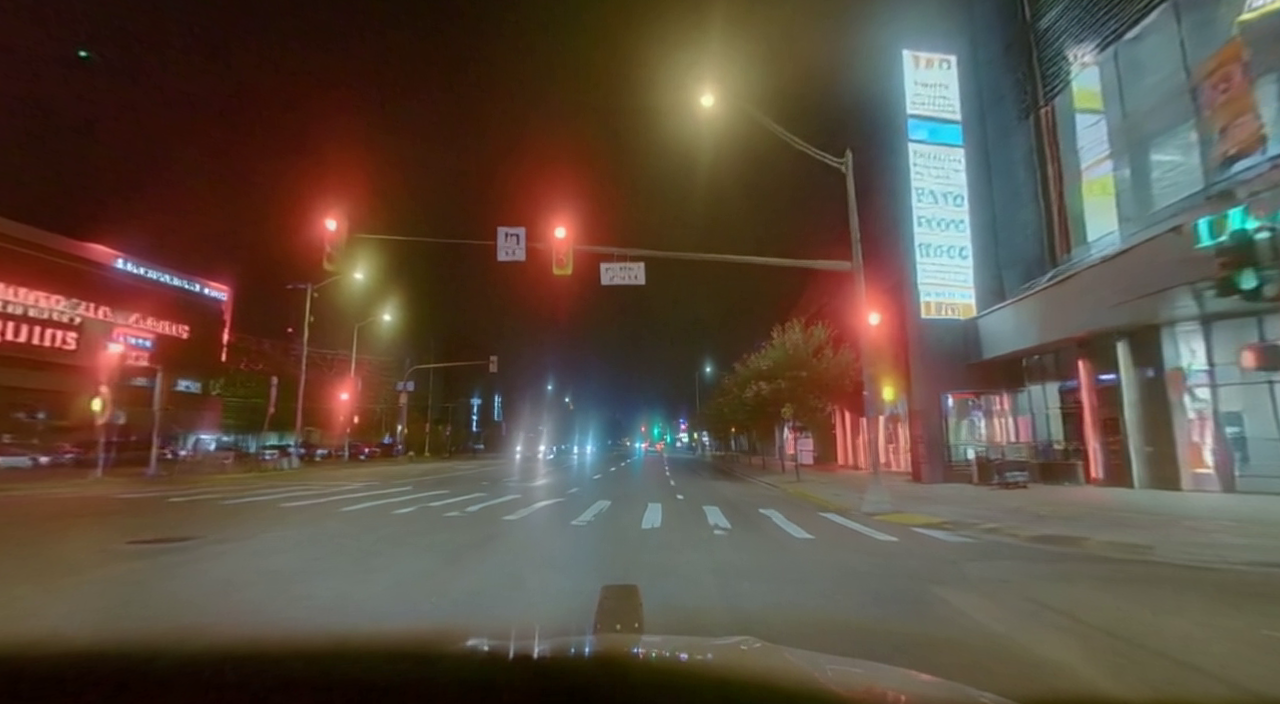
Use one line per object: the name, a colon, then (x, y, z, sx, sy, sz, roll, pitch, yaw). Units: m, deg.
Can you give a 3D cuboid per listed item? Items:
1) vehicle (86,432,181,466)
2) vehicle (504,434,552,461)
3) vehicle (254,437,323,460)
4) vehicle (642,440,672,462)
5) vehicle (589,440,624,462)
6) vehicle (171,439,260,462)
vehicle: (-28.236, 5.408, 35.317, 1.643, 1.755, 3.666, -4, -9, 34)
vehicle: (-8.055, 6.955, 45.967, 2.281, 1.834, 4.736, 0, -9, 4)
vehicle: (-27.560, 7.583, 49.642, 1.969, 1.636, 4.136, -4, -10, 30)
vehicle: (1.315, 7.583, 48.574, 2.168, 1.545, 4.047, 1, -9, 1)
vehicle: (-2.329, 7.030, 44.818, 1.962, 1.420, 4.021, 0, -9, 5)
vehicle: (-28.090, 6.543, 41.988, 1.755, 1.445, 4.485, -4, -10, 30)
